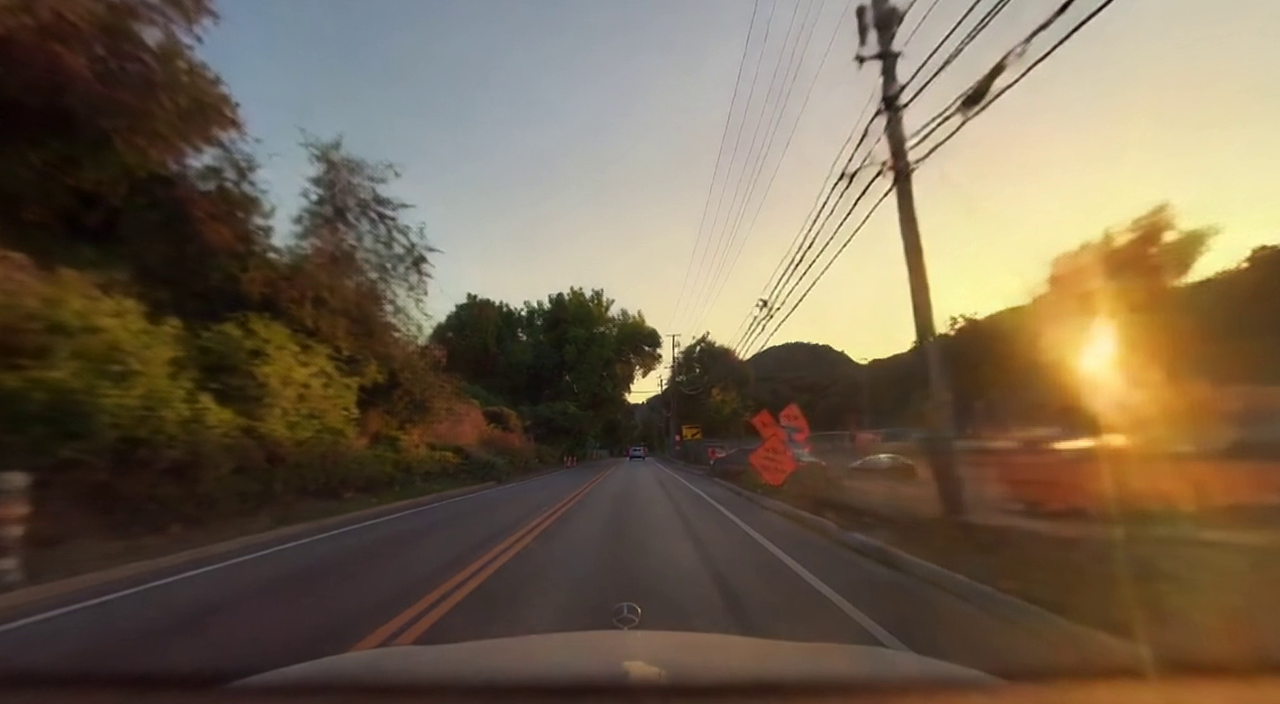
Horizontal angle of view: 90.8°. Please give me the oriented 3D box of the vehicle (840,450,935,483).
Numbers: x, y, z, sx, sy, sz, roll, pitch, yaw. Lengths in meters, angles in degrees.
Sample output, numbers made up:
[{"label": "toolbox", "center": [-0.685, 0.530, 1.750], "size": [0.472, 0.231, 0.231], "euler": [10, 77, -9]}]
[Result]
[{"label": "vehicle", "center": [12.219, 5.595, 31.090], "size": [4.715, 1.469, 1.900], "euler": [6, -9, -32]}]

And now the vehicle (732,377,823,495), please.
[{"label": "vehicle", "center": [4.068, 2.523, 19.060], "size": [2.374, 3.357, 1.724], "euler": [0, -9, 4]}]
